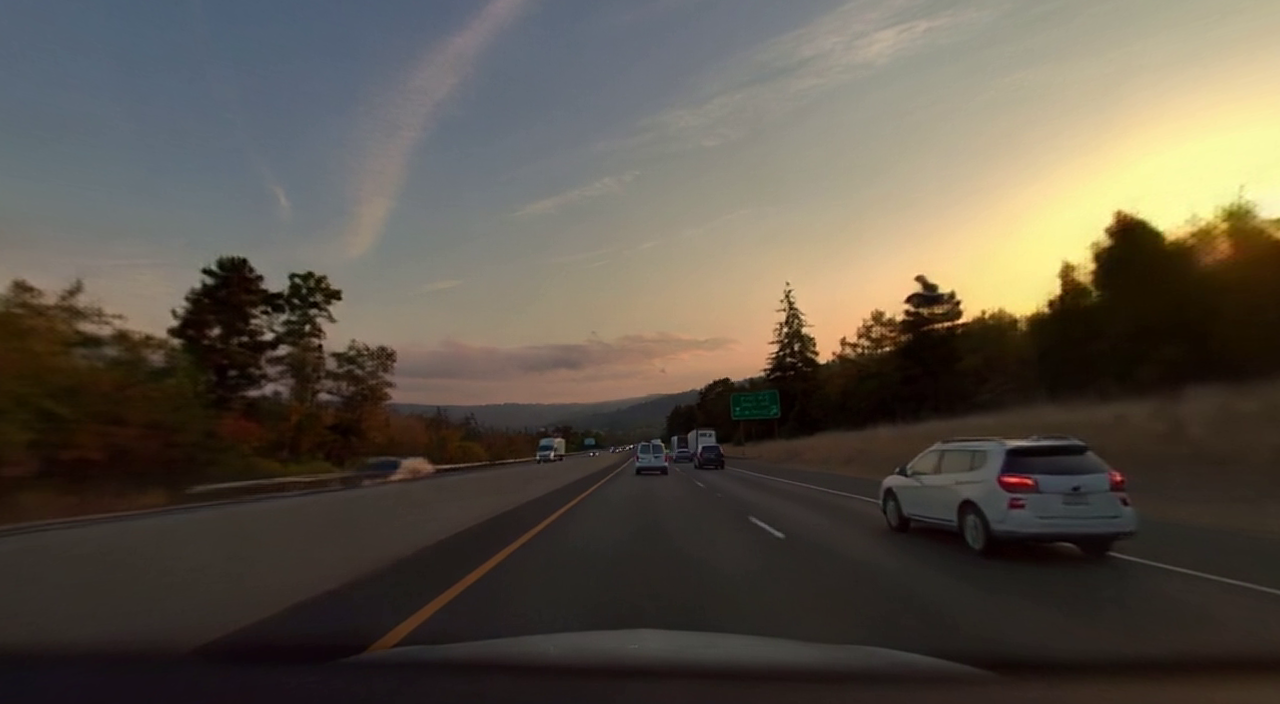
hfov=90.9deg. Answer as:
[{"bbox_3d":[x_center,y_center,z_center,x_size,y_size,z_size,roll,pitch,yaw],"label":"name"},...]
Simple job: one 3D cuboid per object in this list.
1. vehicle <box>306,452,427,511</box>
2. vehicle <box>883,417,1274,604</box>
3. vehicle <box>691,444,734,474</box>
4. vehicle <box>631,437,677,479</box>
[{"bbox_3d":[-8.260,3.916,19.484,1.920,1.570,3.956,0,-9,0],"label":"vehicle"},{"bbox_3d":[4.399,1.611,7.149,1.868,1.566,3.509,0,-9,0],"label":"vehicle"},{"bbox_3d":[4.272,6.338,37.652,1.961,1.689,3.971,0,-9,-1],"label":"vehicle"},{"bbox_3d":[0.664,5.285,31.627,2.143,1.925,4.101,0,-9,0],"label":"vehicle"}]
